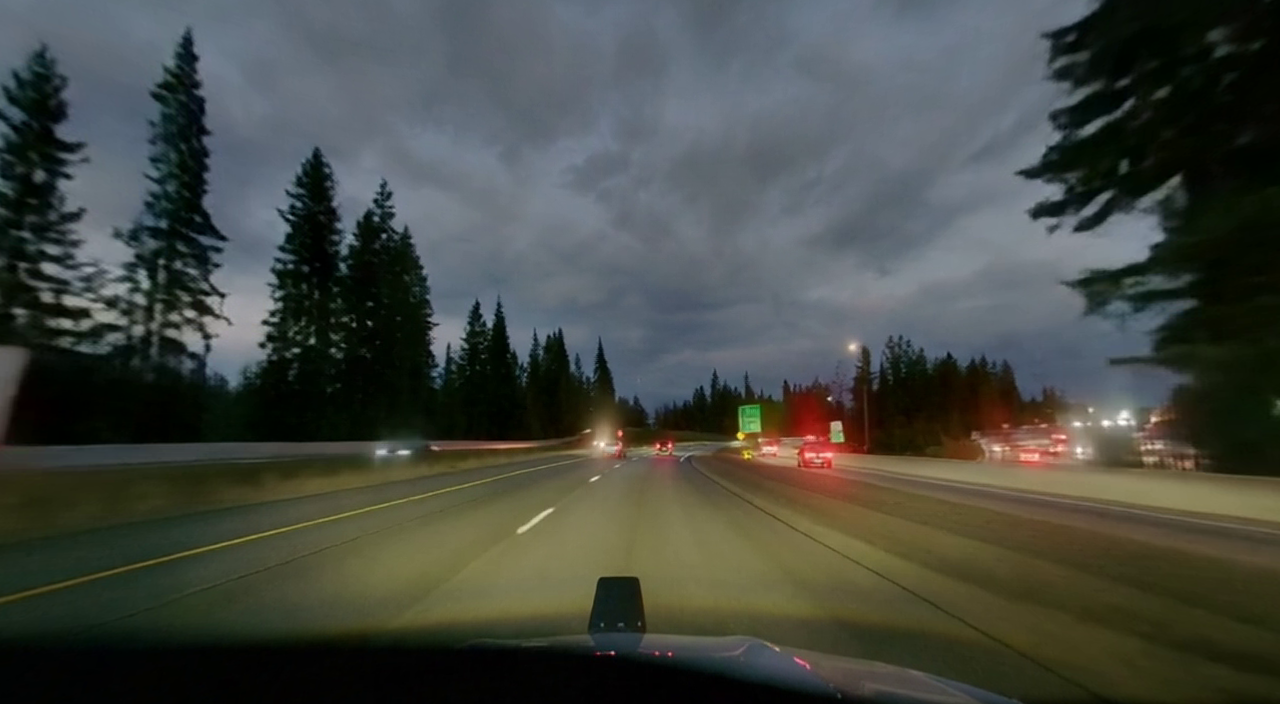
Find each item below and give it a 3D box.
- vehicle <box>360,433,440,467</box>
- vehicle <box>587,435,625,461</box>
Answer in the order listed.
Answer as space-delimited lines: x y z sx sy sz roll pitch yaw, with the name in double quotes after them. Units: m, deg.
-12.592 5.169 33.508 2.015 1.642 5.169 0 -8 2 "vehicle"
-2.400 6.924 45.634 2.129 1.742 4.217 -1 -8 5 "vehicle"
